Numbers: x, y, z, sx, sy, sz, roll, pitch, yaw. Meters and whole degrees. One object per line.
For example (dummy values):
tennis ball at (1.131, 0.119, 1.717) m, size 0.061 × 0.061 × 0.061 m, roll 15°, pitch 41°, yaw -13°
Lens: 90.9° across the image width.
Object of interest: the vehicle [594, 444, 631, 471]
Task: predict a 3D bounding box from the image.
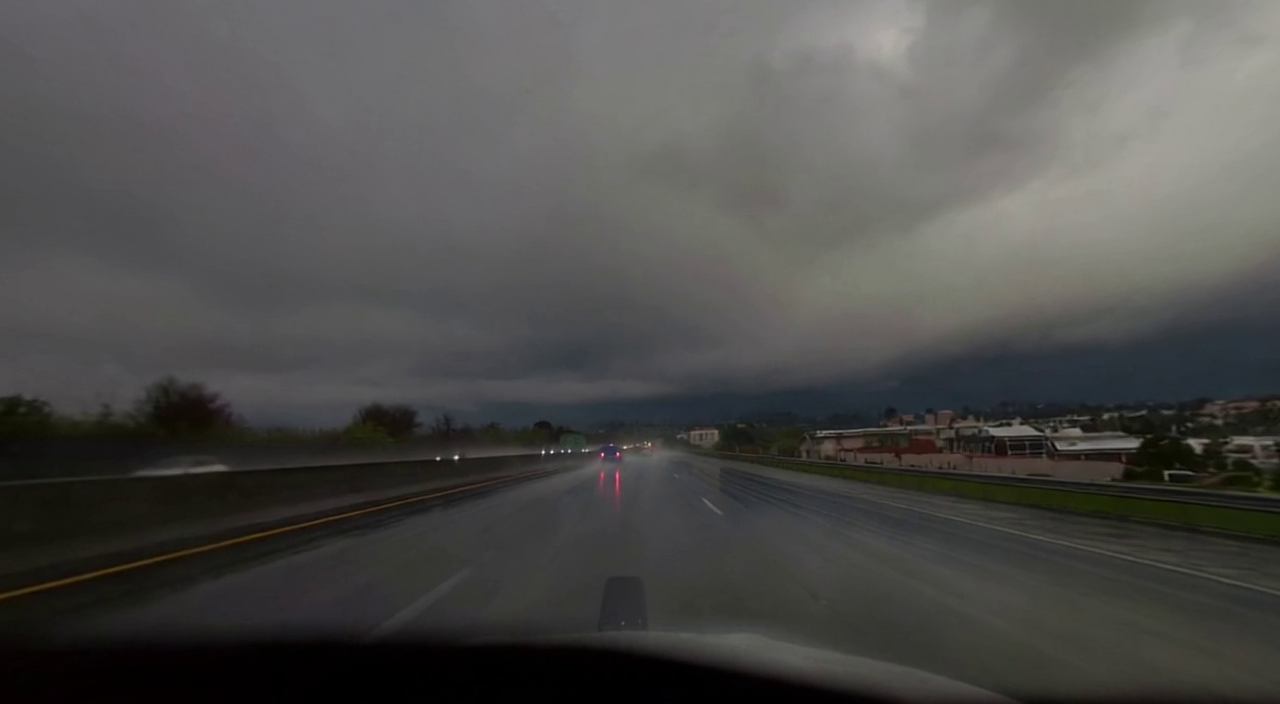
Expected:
vehicle at (-1.653, 6.517, 38.864) m, size 1.965 × 1.556 × 3.971 m, roll 0°, pitch -9°, yaw 2°

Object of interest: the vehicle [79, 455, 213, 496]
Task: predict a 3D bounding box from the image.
vehicle at (-19.706, 4.921, 25.439) m, size 1.822 × 1.440 × 4.360 m, roll 0°, pitch -9°, yaw 0°
